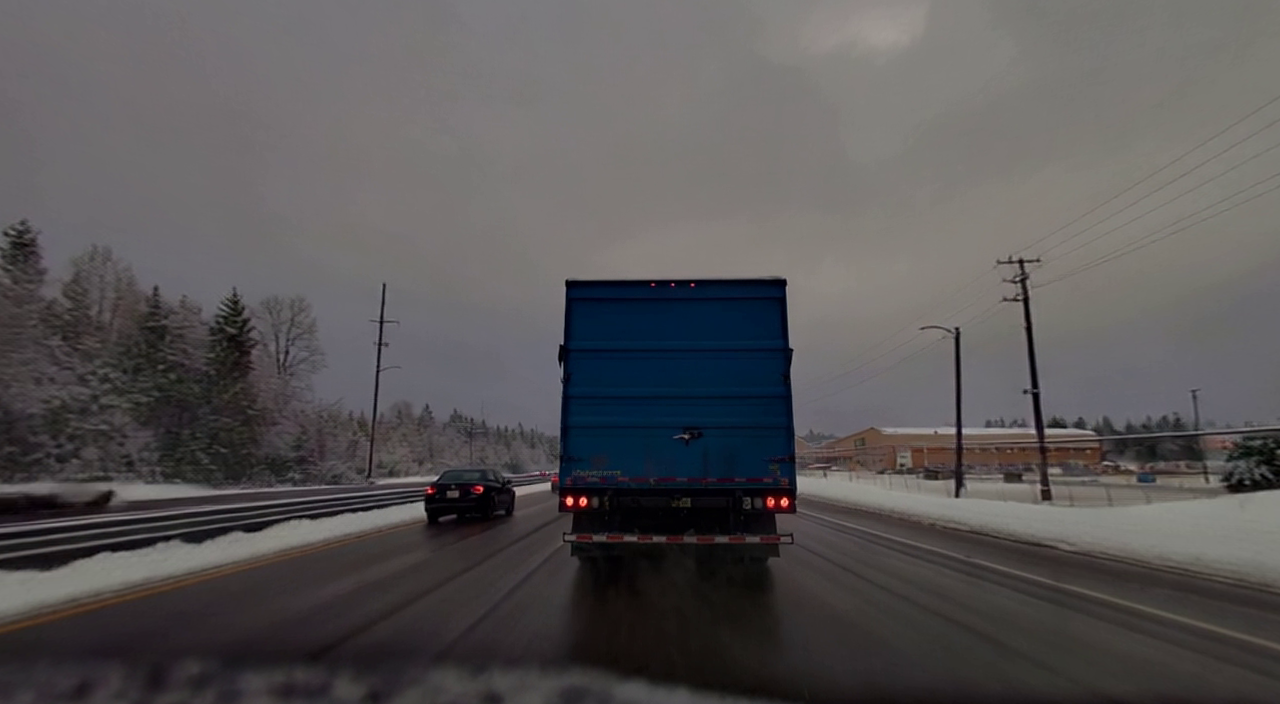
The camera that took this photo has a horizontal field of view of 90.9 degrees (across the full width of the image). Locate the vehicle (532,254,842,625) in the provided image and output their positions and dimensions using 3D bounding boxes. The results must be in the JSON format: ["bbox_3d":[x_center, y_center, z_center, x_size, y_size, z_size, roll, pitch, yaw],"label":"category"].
[{"bbox_3d":[0.594,1.535,10.361,2.831,3.529,8.689,0,-11,2],"label":"vehicle"}]

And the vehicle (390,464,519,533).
[{"bbox_3d":[-4.495,3.625,16.029,1.891,1.469,4.431,1,-11,0],"label":"vehicle"}]

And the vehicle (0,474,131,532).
[{"bbox_3d":[-18.865,4.714,20.046,1.868,1.579,4.060,1,-11,0],"label":"vehicle"}]
